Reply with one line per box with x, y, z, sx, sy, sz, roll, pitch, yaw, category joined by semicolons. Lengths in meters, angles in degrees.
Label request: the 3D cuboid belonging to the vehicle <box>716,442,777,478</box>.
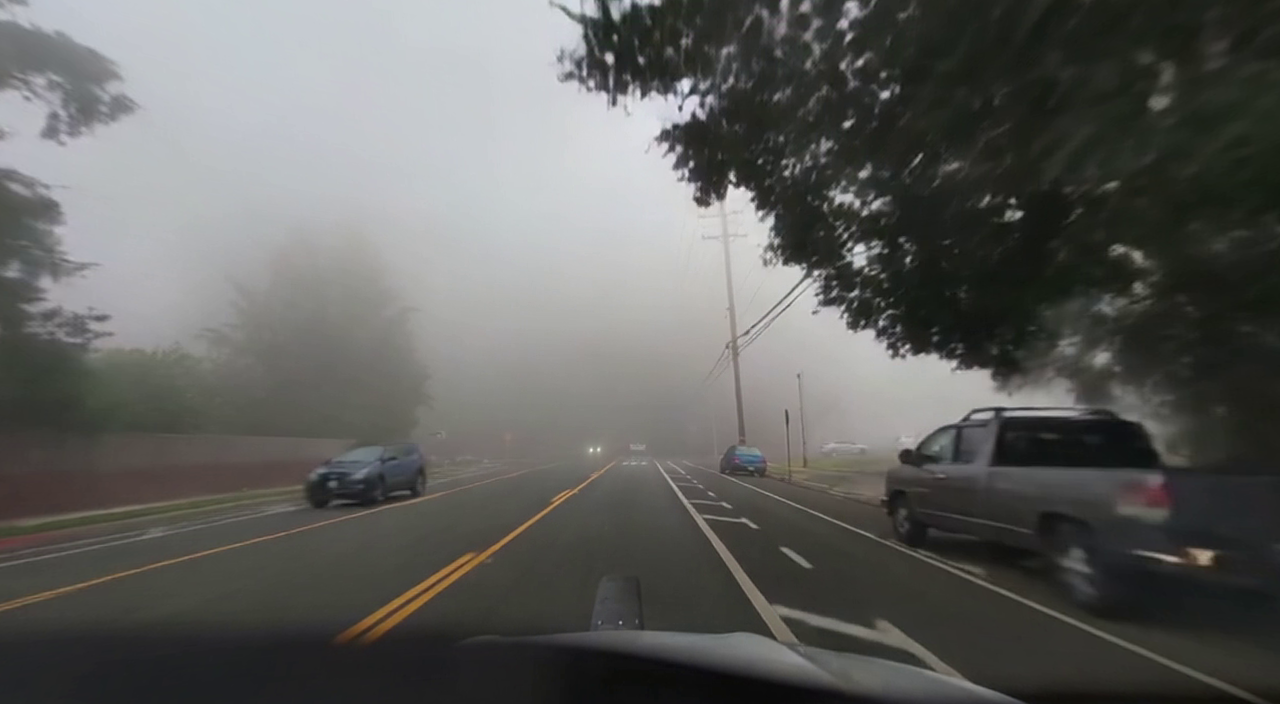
4.766;4.879;28.903;1.987;1.479;4.562;0;-8;0;vehicle

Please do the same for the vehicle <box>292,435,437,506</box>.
-7.444;3.230;17.695;1.989;1.706;4.495;0;-8;1;vehicle

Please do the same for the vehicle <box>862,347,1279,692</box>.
4.722;1.408;6.856;2.335;1.972;6.368;0;-8;0;vehicle
